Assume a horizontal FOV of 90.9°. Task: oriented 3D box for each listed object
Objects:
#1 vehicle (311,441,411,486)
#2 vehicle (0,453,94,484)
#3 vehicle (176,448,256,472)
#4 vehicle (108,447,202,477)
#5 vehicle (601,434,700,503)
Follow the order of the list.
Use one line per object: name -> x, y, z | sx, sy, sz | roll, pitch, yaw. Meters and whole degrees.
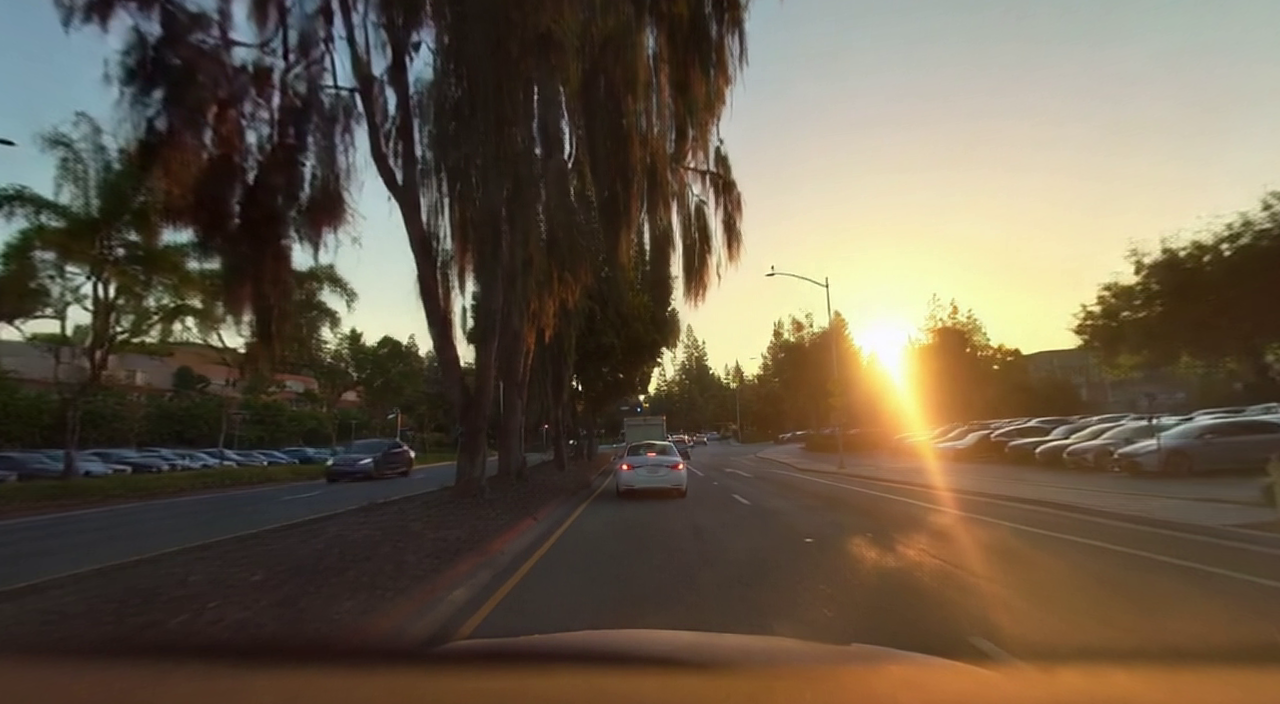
vehicle -> -11.705, 4.682, 26.903 | 2.066, 1.753, 4.559 | 0, -8, 2
vehicle -> -30.558, 5.854, 31.749 | 4.356, 1.444, 1.819 | 0, -8, -1
vehicle -> -29.987, 7.627, 44.650 | 4.342, 1.621, 1.967 | -1, -8, 5
vehicle -> -30.235, 6.844, 39.400 | 4.266, 1.600, 1.877 | -3, -8, -2
vehicle -> 0.172, 2.753, 15.334 | 2.093, 1.442, 3.977 | 0, -8, -1
